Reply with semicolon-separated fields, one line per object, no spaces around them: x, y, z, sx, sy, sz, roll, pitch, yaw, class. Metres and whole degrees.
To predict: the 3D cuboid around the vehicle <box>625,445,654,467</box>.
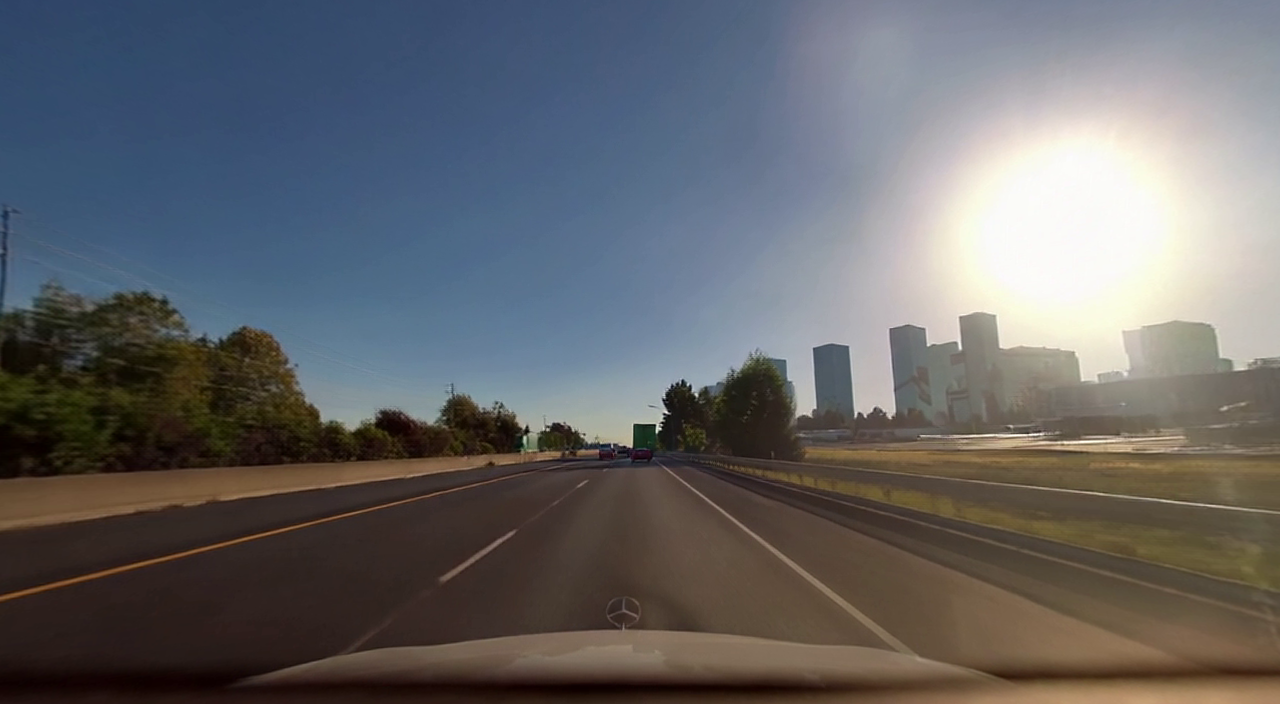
-0.034;7.864;47.703;2.094;1.559;3.945;0;-9;0;vehicle
